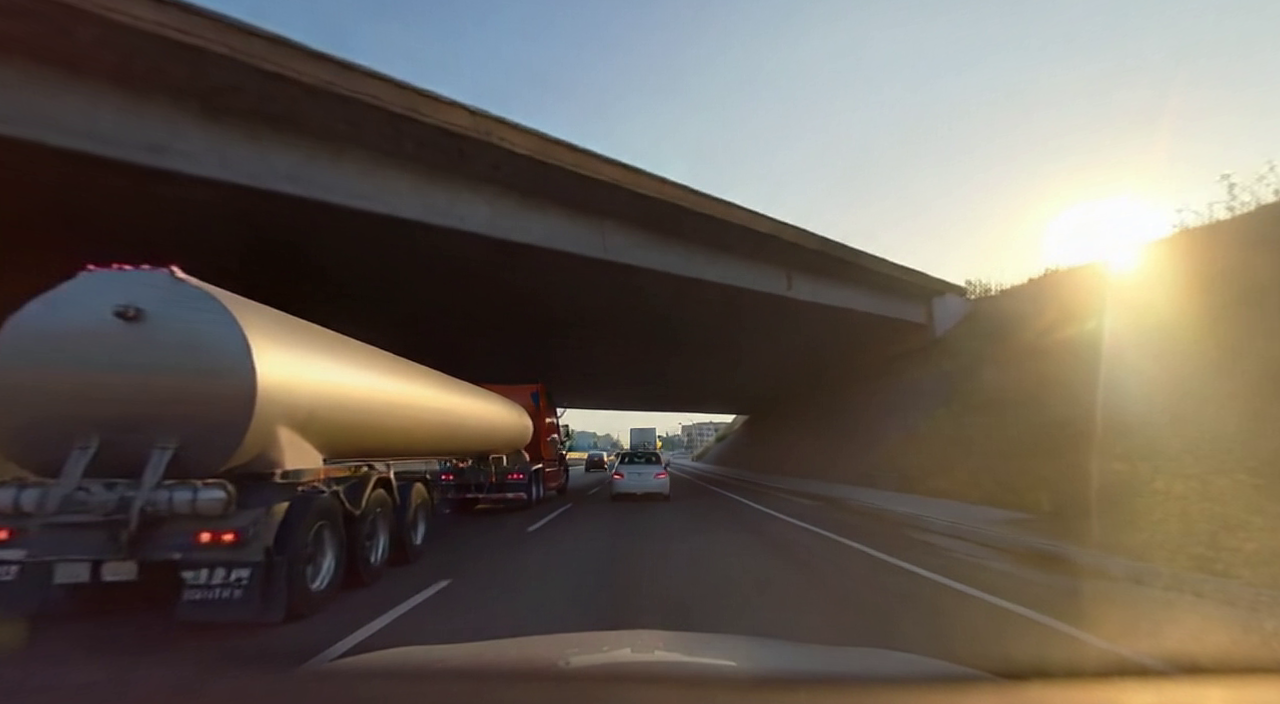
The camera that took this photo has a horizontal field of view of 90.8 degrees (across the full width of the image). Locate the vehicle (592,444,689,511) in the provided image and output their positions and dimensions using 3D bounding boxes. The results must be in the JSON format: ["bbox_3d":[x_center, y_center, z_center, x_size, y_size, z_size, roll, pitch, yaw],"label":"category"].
[{"bbox_3d":[0.008,3.193,16.585,2.215,1.481,4.246,0,-9,0],"label":"vehicle"}]

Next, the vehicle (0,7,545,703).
[{"bbox_3d":[-4.044,1.237,9.945,2.896,3.563,14.643,0,-9,0],"label":"vehicle"}]
